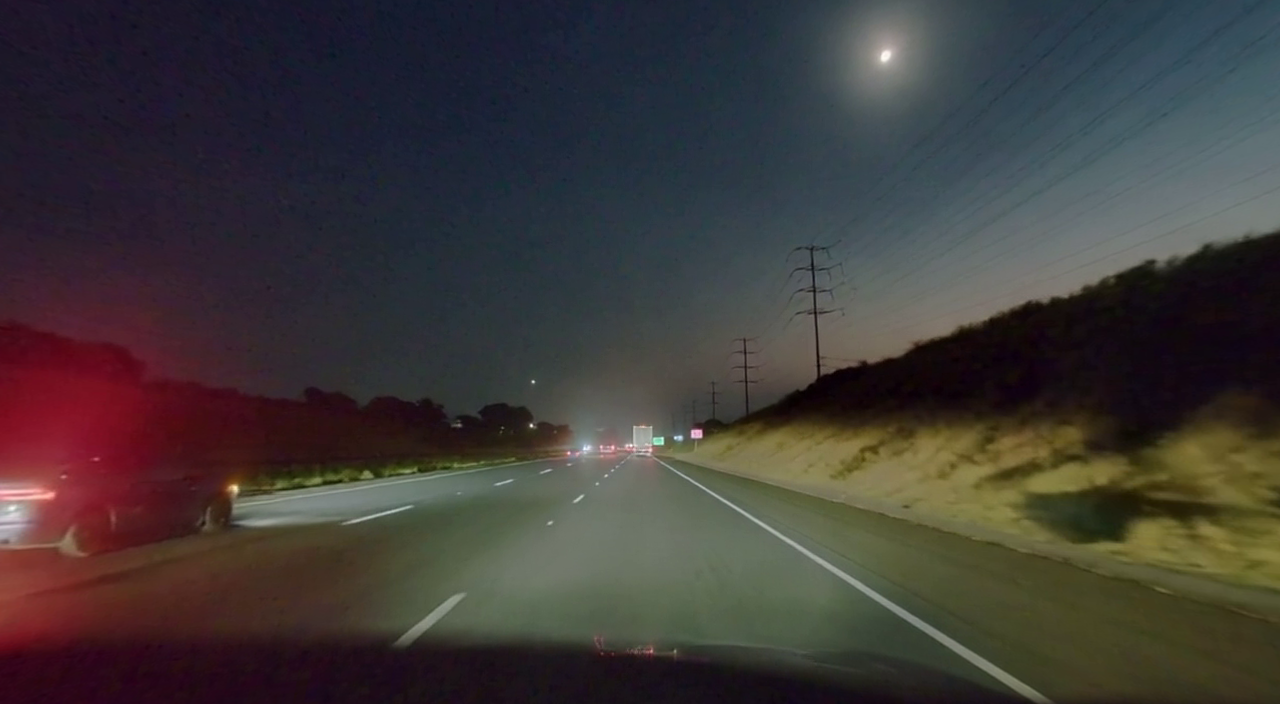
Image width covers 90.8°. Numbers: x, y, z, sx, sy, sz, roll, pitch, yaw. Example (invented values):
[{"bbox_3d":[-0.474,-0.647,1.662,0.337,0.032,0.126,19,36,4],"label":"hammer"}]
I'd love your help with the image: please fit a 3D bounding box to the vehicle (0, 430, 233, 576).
[{"bbox_3d":[-7.411,1.763,7.895,1.915,1.454,3.996,0,-9,1],"label":"vehicle"}]
